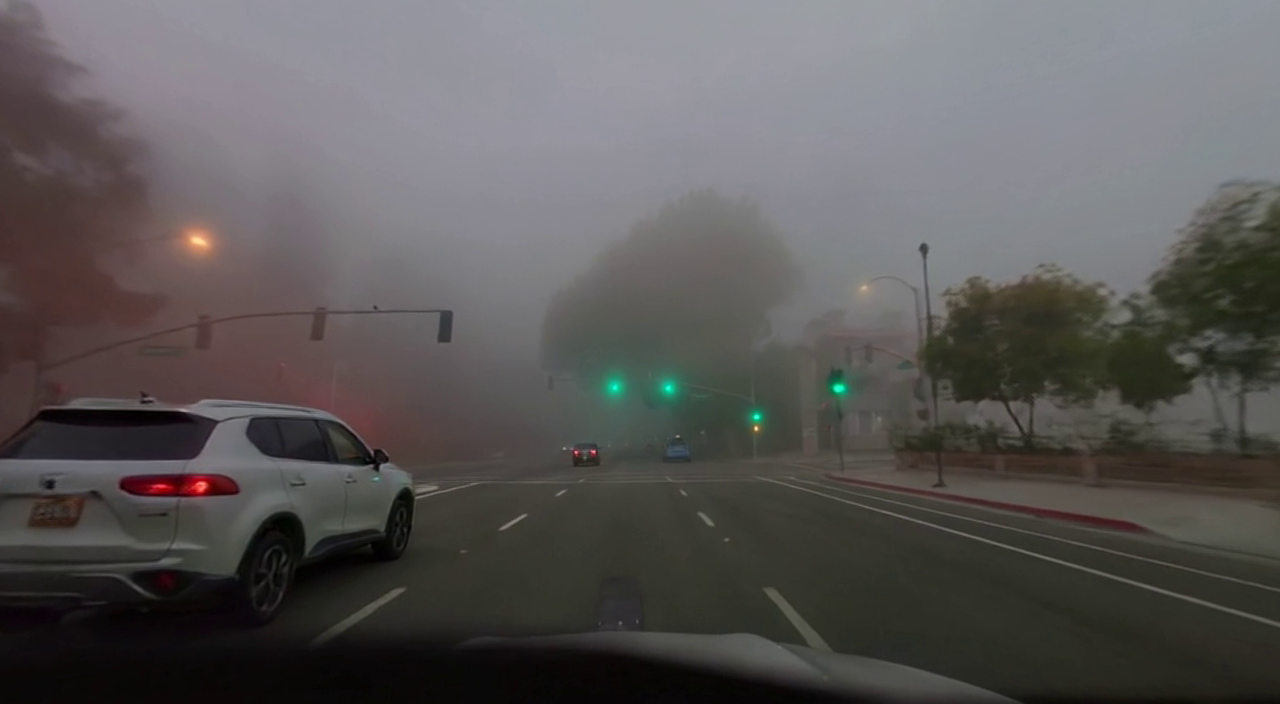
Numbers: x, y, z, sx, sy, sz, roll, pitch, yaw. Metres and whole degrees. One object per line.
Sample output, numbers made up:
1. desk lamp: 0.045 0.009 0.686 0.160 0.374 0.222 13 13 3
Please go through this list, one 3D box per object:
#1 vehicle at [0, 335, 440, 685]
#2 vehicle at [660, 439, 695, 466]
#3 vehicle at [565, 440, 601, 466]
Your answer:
1. vehicle: -3.937 1.262 6.238 2.225 1.984 5.168 0 -8 0
2. vehicle: 2.485 6.837 43.165 2.018 1.719 4.369 0 -8 -2
3. vehicle: -3.907 7.020 43.867 2.083 1.685 4.069 0 -8 0
